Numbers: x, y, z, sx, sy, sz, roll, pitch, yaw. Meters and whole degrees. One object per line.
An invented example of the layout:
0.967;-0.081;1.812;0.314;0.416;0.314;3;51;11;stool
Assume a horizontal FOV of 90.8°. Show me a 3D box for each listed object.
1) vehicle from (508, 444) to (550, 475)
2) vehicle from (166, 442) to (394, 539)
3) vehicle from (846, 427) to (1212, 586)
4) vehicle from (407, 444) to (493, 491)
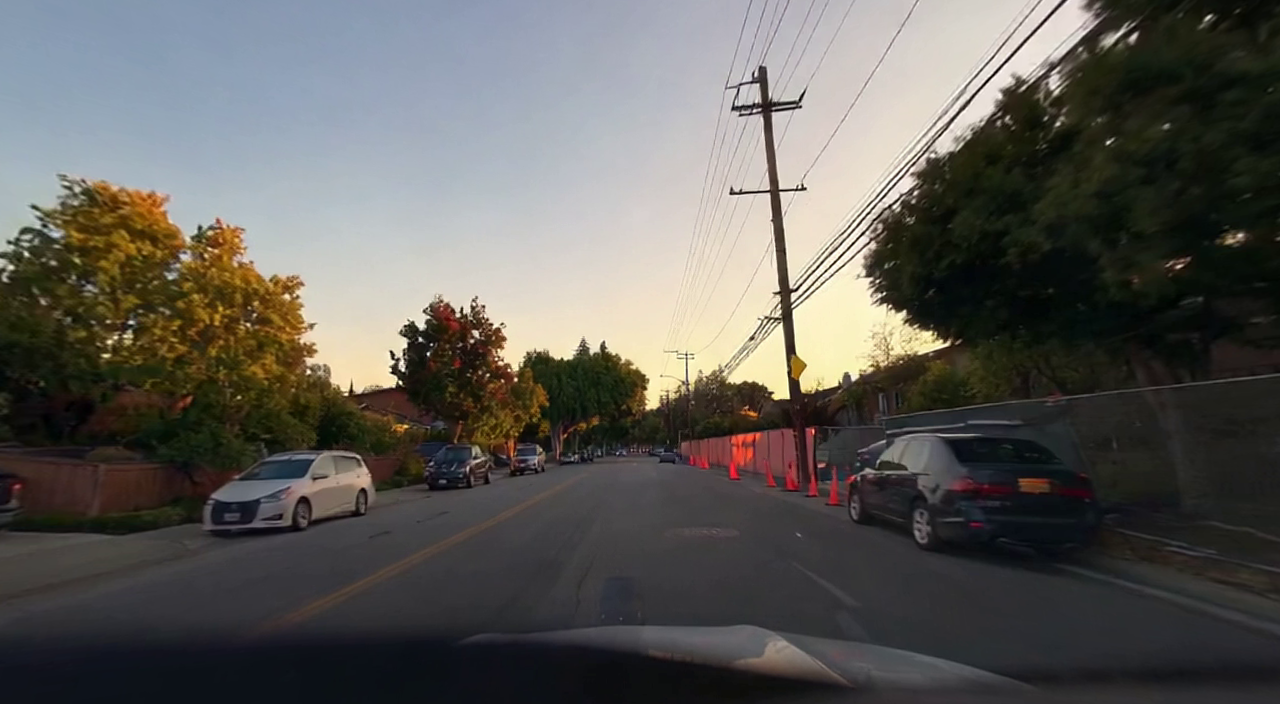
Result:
-6.710;6.547;38.565;1.932;1.743;4.079;-2;-9;-2;vehicle
-6.827;2.664;12.743;1.934;1.552;4.636;1;-9;-1;vehicle
4.515;1.832;8.450;2.052;1.514;4.577;0;-8;1;vehicle
-7.636;4.651;25.946;2.019;1.723;4.650;0;-8;1;vehicle
